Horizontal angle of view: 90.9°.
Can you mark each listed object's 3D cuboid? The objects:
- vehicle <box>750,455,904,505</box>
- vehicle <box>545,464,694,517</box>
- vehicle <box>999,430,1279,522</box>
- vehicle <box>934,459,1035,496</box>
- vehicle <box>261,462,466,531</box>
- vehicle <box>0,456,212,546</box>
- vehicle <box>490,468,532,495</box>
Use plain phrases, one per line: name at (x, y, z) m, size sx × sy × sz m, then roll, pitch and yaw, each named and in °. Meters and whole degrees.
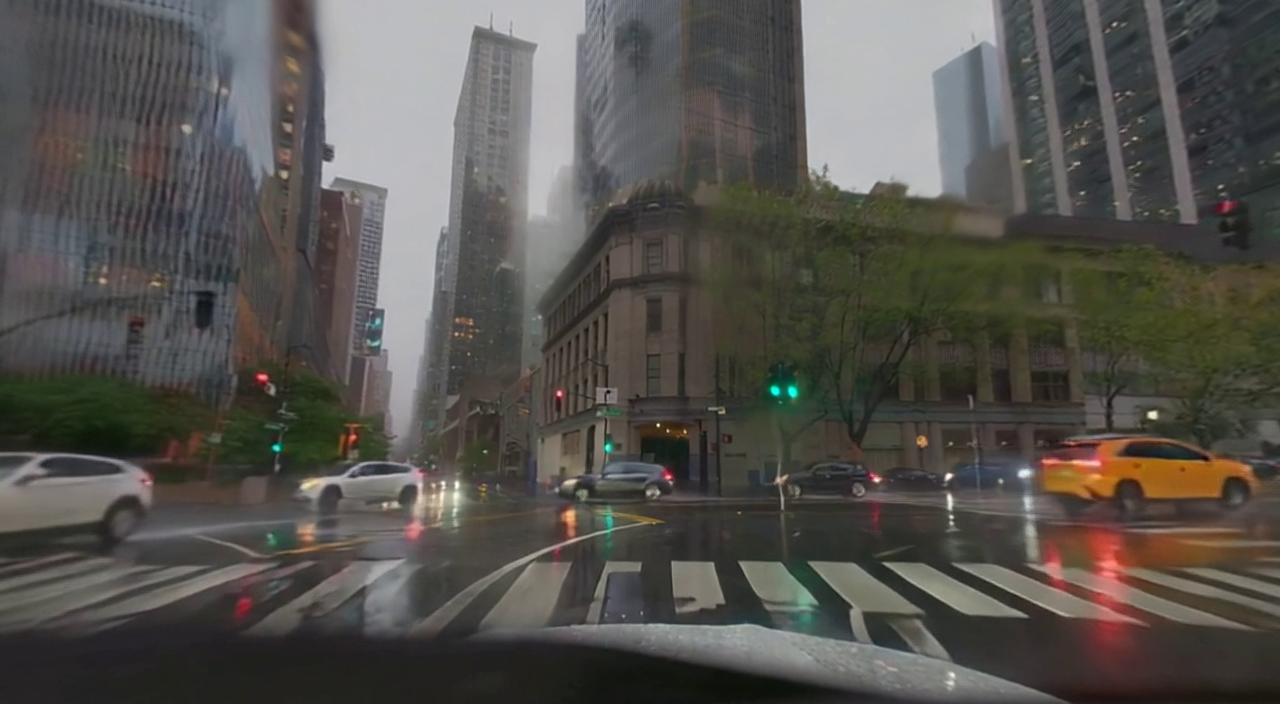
vehicle at (6.448, 4.437, 22.115) m, size 4.749 × 1.624 × 1.926 m, roll 0°, pitch -9°, yaw -3°
vehicle at (-0.613, 4.323, 20.107) m, size 4.371 × 1.439 × 1.818 m, roll 5°, pitch -11°, yaw -31°
vehicle at (11.036, 2.641, 13.922) m, size 5.072 × 1.746 × 2.328 m, roll 2°, pitch -9°, yaw -14°
vehicle at (18.668, 6.795, 34.292) m, size 4.289 × 1.875 × 1.963 m, roll 0°, pitch -9°, yaw -2°
vehicle at (-7.247, 3.776, 17.130) m, size 1.891 × 1.502 × 4.766 m, roll -6°, pitch -11°, yaw 32°
vehicle at (-12.715, 3.215, 14.264) m, size 1.969 × 1.674 × 4.748 m, roll -3°, pitch -9°, yaw 15°
vehicle at (-9.463, 9.498, 46.599) m, size 1.950 × 1.768 × 4.396 m, roll -1°, pitch -9°, yaw 2°
